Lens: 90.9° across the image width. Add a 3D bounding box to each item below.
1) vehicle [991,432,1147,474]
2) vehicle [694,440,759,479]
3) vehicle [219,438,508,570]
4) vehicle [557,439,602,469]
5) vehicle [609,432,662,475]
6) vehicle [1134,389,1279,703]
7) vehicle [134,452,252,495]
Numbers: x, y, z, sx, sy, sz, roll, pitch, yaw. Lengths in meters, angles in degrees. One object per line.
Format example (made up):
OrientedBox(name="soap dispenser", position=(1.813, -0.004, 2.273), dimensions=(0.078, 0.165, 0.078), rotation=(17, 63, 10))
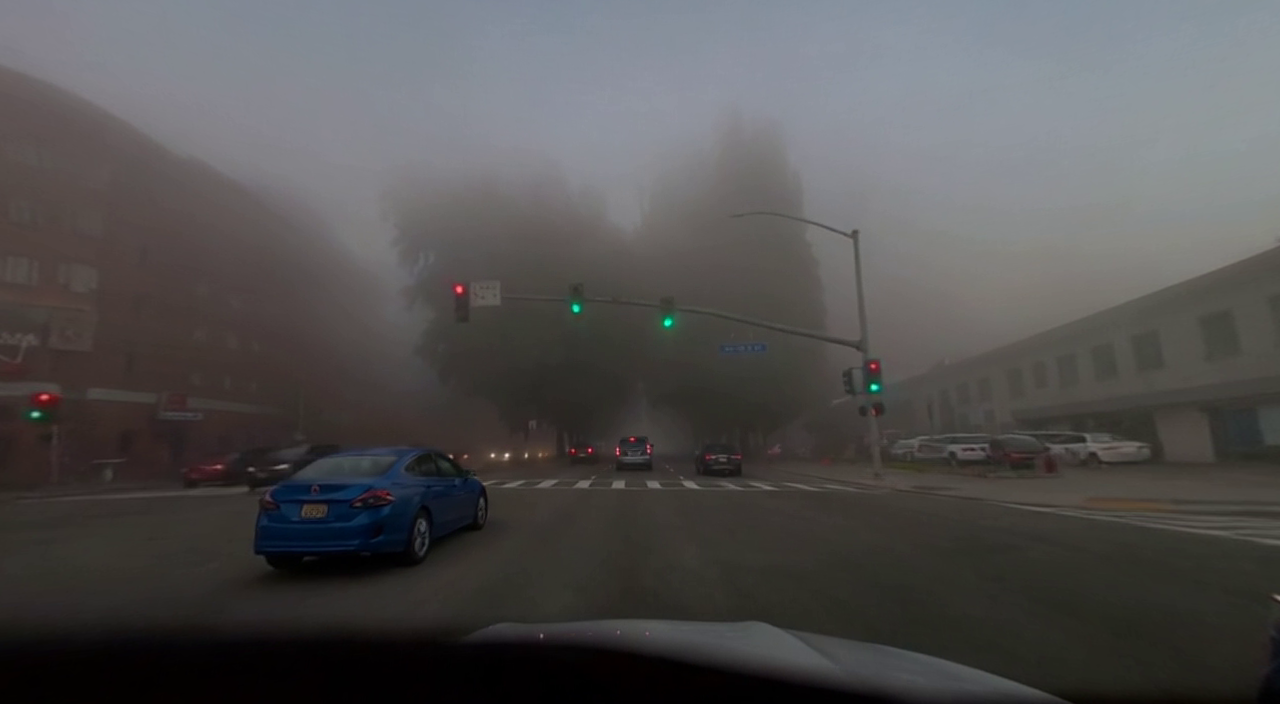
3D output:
OrientedBox(name="vehicle", position=(16.109, 3.805, 23.854), dimensions=(4.407, 1.492, 1.930), rotation=(-1, -8, 2))
OrientedBox(name="vehicle", position=(3.525, 4.473, 26.515), dimensions=(2.058, 1.472, 4.317), rotation=(0, -8, 0))
OrientedBox(name="vehicle", position=(-3.356, 1.888, 8.686), dimensions=(2.115, 1.369, 3.908), rotation=(0, -8, 2))
OrientedBox(name="vehicle", position=(-3.474, 5.931, 36.911), dimensions=(2.130, 1.645, 3.995), rotation=(0, -8, 1))
OrientedBox(name="vehicle", position=(-0.201, 4.925, 30.915), dimensions=(2.361, 1.898, 4.465), rotation=(0, -8, 0))
OrientedBox(name="vehicle", position=(3.305, 0.643, 0.595), dimensions=(2.052, 1.475, 4.540), rotation=(0, -8, 1))
OrientedBox(name="vehicle", position=(-19.447, 5.260, 27.678), dimensions=(1.988, 1.625, 4.260), rotation=(0, -8, 1))
